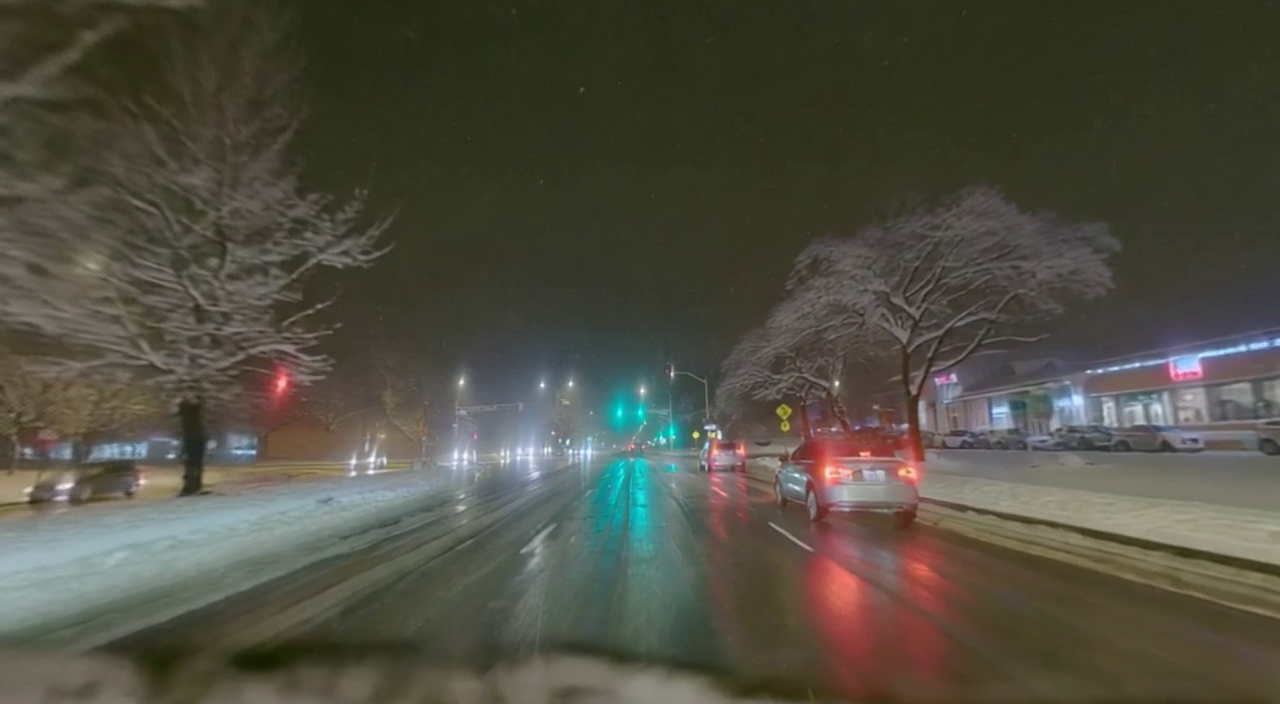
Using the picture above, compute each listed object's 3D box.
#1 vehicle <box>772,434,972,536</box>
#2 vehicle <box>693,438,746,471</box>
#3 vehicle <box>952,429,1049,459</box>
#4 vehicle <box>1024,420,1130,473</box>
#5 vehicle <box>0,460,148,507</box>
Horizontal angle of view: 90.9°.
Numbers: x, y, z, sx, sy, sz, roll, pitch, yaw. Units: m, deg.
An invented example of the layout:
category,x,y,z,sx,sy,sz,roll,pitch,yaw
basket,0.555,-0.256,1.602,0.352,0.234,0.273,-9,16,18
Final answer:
category,x,y,z,sx,sy,sz,roll,pitch,yaw
vehicle,3.799,2.233,11.267,1.872,1.431,4.270,0,-8,-1
vehicle,3.851,5.071,31.397,1.939,1.474,4.716,0,-8,-1
vehicle,24.751,6.319,43.425,5.353,1.740,1.868,-4,-7,3
vehicle,14.989,3.215,21.520,2.165,1.591,4.471,-8,-12,43
vehicle,-21.641,4.985,24.353,1.832,1.496,4.458,0,-8,-3
